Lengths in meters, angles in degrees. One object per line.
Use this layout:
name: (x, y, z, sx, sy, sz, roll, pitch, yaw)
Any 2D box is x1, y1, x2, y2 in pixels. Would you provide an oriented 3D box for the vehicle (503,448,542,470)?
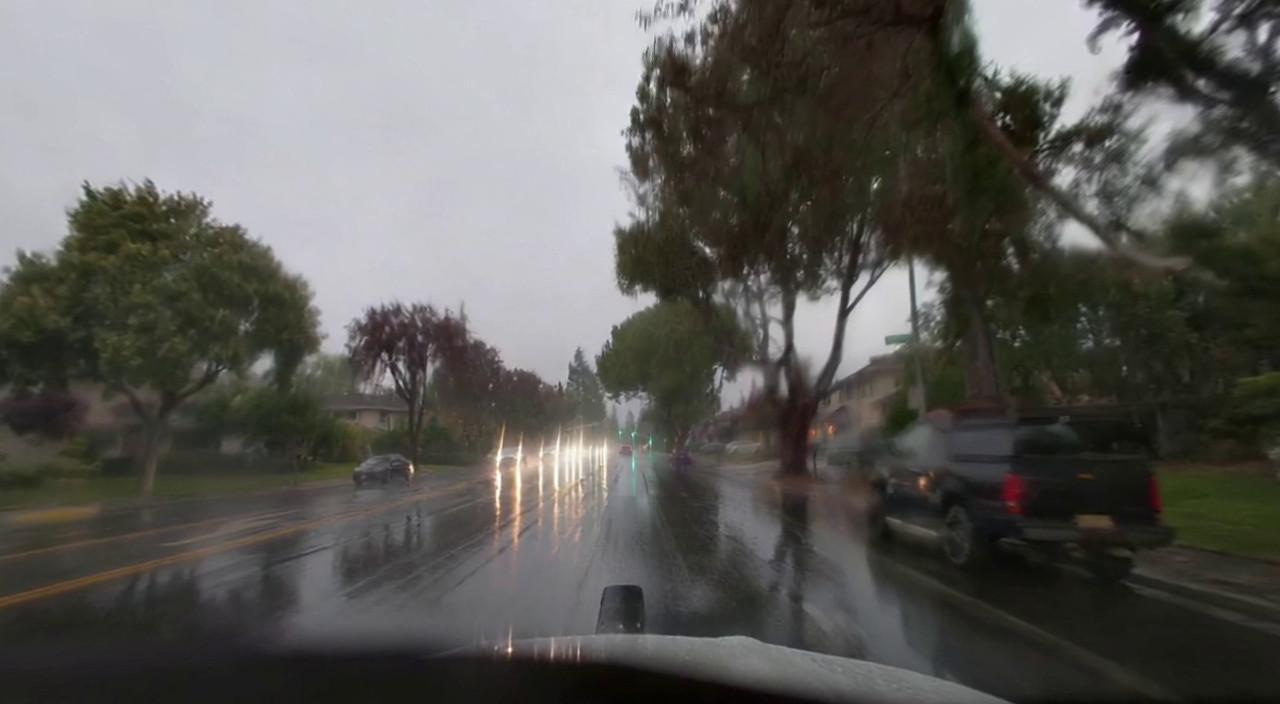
vehicle: (-8.543, 7.805, 46.310, 1.973, 1.509, 4.651, 0, -8, 0)

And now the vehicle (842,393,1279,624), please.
vehicle: (4.345, 1.613, 7.551, 2.166, 1.858, 4.667, 0, -8, -2)
